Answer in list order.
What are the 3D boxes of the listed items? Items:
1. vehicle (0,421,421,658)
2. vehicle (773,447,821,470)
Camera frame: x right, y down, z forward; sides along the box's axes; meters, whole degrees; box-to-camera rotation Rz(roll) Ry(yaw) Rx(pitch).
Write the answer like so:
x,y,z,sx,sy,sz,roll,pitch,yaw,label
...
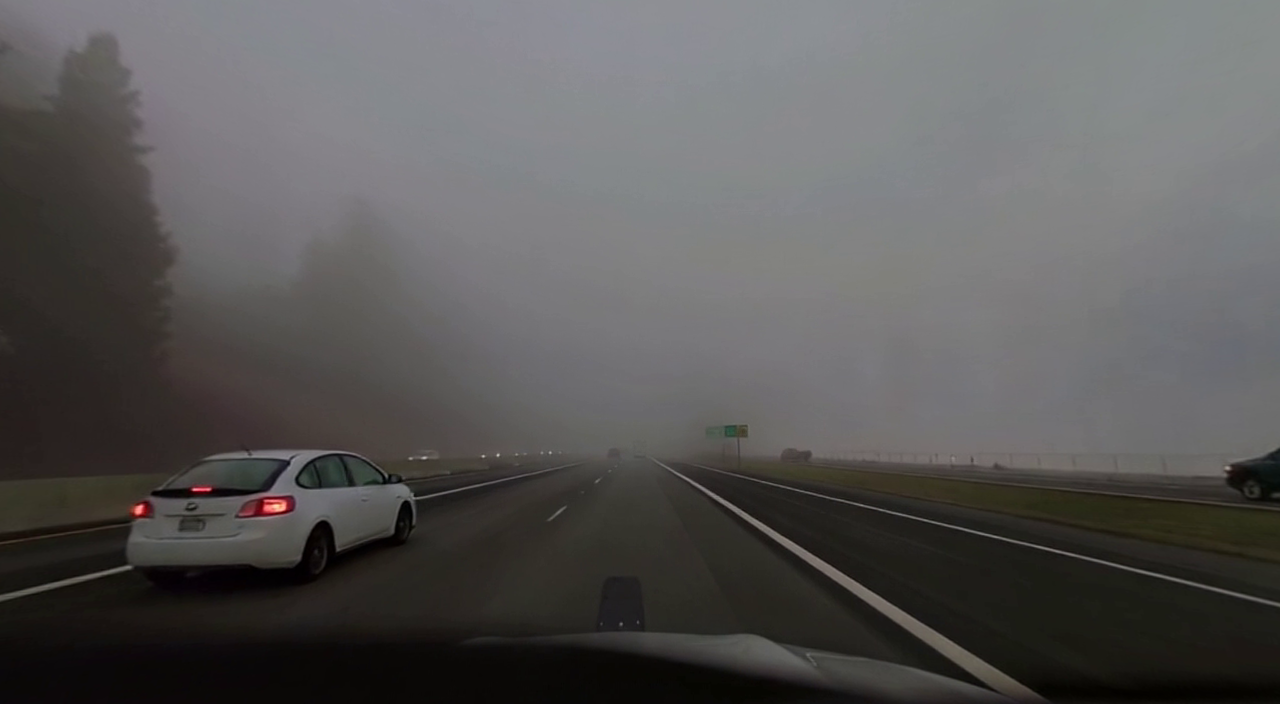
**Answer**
x,y,z,sx,sy,sz,roll,pitch,yaw,label
-3.995,1.605,6.462,1.988,1.585,4.215,0,-9,0,vehicle
11.496,7.835,46.542,2.076,1.563,4.396,1,-9,-5,vehicle
